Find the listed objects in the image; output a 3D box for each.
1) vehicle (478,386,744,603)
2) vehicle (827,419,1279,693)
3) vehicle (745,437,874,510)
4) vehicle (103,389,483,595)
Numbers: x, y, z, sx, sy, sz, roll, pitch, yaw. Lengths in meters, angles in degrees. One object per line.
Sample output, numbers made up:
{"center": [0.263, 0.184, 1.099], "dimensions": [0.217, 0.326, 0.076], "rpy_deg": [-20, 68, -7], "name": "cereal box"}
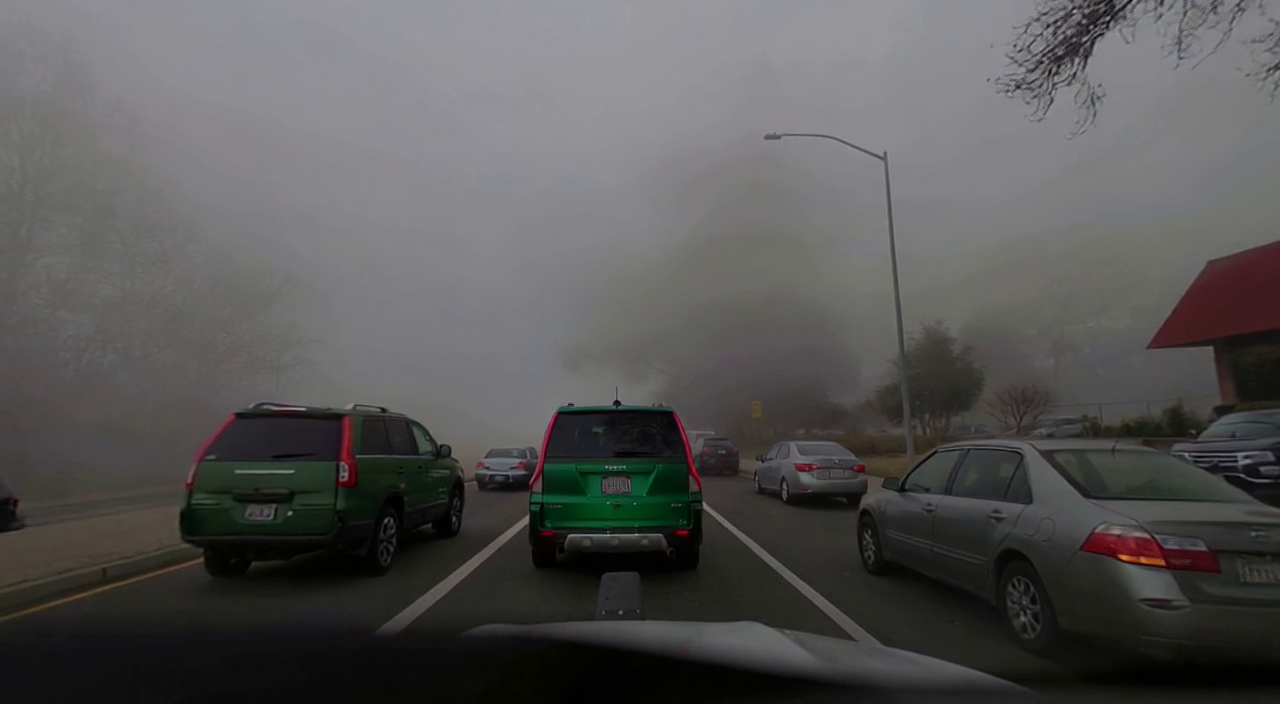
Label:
{"center": [-0.293, 1.515, 7.526], "dimensions": [2.238, 1.825, 4.190], "rpy_deg": [0, -9, -1], "name": "vehicle"}
{"center": [3.360, 1.439, 5.694], "dimensions": [1.900, 1.477, 4.352], "rpy_deg": [0, -9, -2], "name": "vehicle"}
{"center": [3.923, 2.865, 15.411], "dimensions": [1.875, 1.521, 4.192], "rpy_deg": [0, -9, -1], "name": "vehicle"}
{"center": [-3.689, 1.590, 7.998], "dimensions": [2.231, 1.853, 4.461], "rpy_deg": [0, -9, 0], "name": "vehicle"}
